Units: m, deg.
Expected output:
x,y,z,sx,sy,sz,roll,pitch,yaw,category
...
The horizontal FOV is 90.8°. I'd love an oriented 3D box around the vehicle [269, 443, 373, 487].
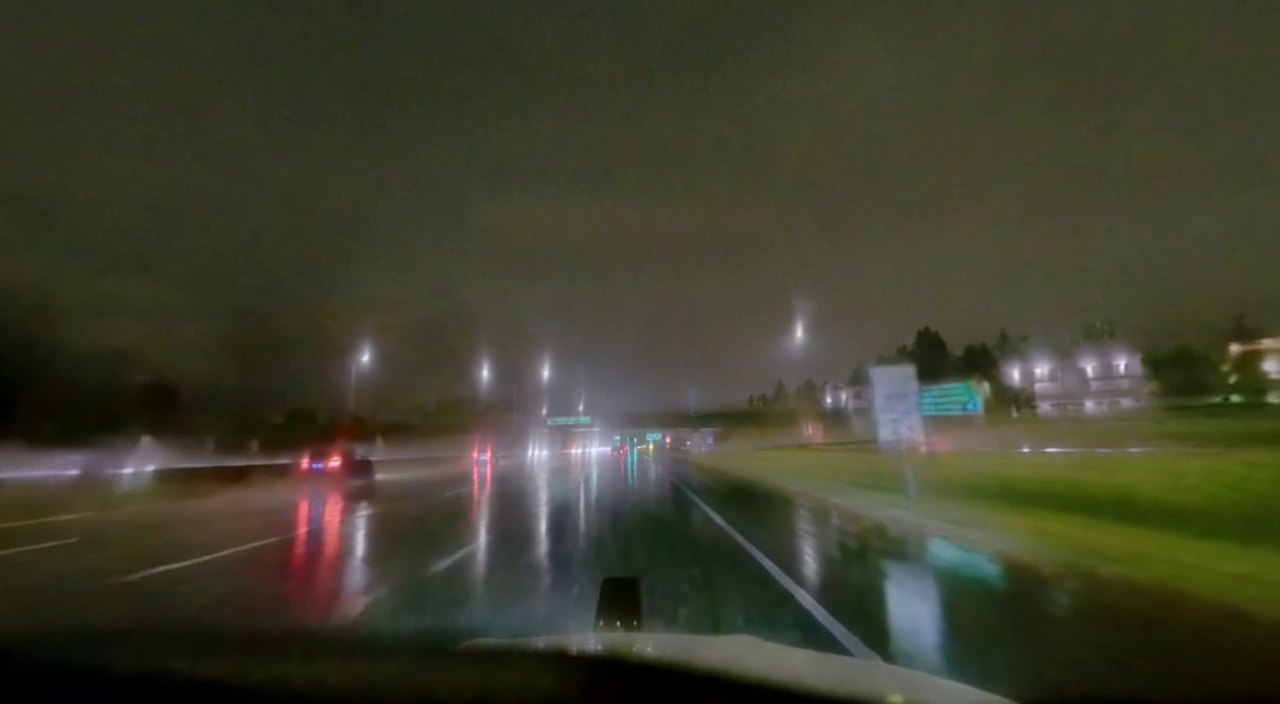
x,y,z,sx,sy,sz,roll,pitch,yaw,category
-14.503,5.138,29.137,2.049,1.792,5.177,0,-9,0,vehicle
